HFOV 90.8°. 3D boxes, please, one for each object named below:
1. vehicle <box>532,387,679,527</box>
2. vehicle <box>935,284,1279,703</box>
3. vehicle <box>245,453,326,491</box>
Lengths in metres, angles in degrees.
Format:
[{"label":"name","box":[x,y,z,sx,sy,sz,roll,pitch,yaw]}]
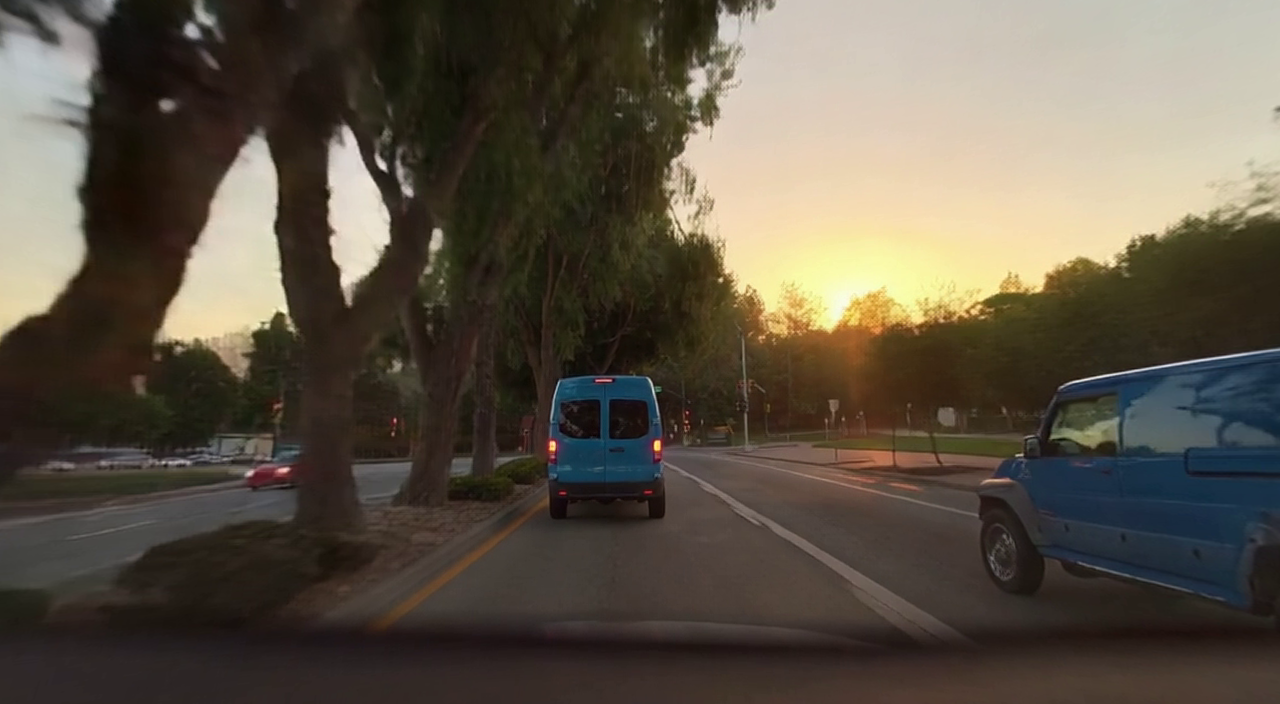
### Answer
[{"label":"vehicle","box":[-0.461,1.855,11.480,2.145,2.046,4.309,0,-9,1]},{"label":"vehicle","box":[3.687,0.809,3.656,1.988,1.873,3.968,0,-9,0]},{"label":"vehicle","box":[-15.863,5.355,28.495,1.833,1.504,4.141,2,-9,-10]}]
